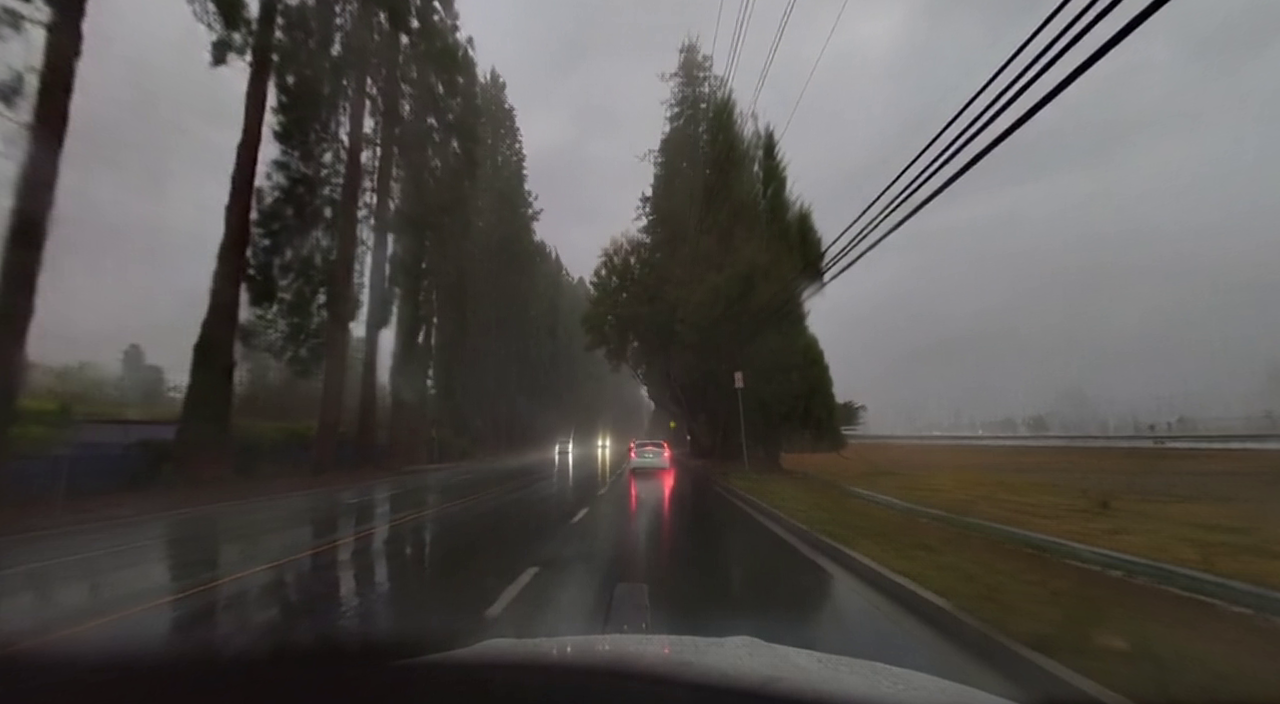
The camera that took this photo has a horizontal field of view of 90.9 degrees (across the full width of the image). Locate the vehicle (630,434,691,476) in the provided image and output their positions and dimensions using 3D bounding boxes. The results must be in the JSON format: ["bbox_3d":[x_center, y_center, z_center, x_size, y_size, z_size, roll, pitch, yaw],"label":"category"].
[{"bbox_3d":[0.738,3.938,24.291,2.153,1.461,4.374,0,-8,1],"label":"vehicle"}]
